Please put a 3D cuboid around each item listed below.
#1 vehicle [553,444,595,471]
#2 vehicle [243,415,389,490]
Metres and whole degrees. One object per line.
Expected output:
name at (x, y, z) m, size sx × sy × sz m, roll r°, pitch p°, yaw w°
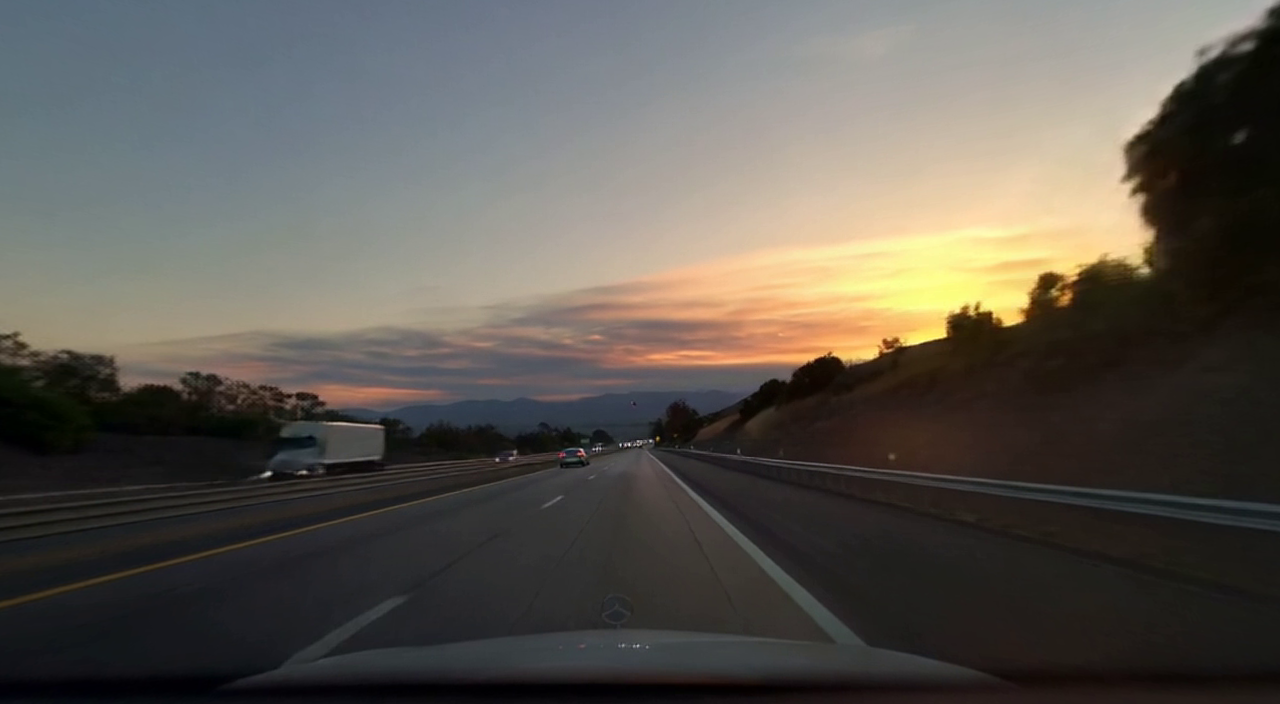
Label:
vehicle at (-4.145, 6.736, 40.381) m, size 2.139 × 1.577 × 4.546 m, roll -2°, pitch -9°, yaw 0°
vehicle at (-17.746, 5.653, 35.534) m, size 3.208 × 3.631 × 9.318 m, roll 0°, pitch -9°, yaw 0°
